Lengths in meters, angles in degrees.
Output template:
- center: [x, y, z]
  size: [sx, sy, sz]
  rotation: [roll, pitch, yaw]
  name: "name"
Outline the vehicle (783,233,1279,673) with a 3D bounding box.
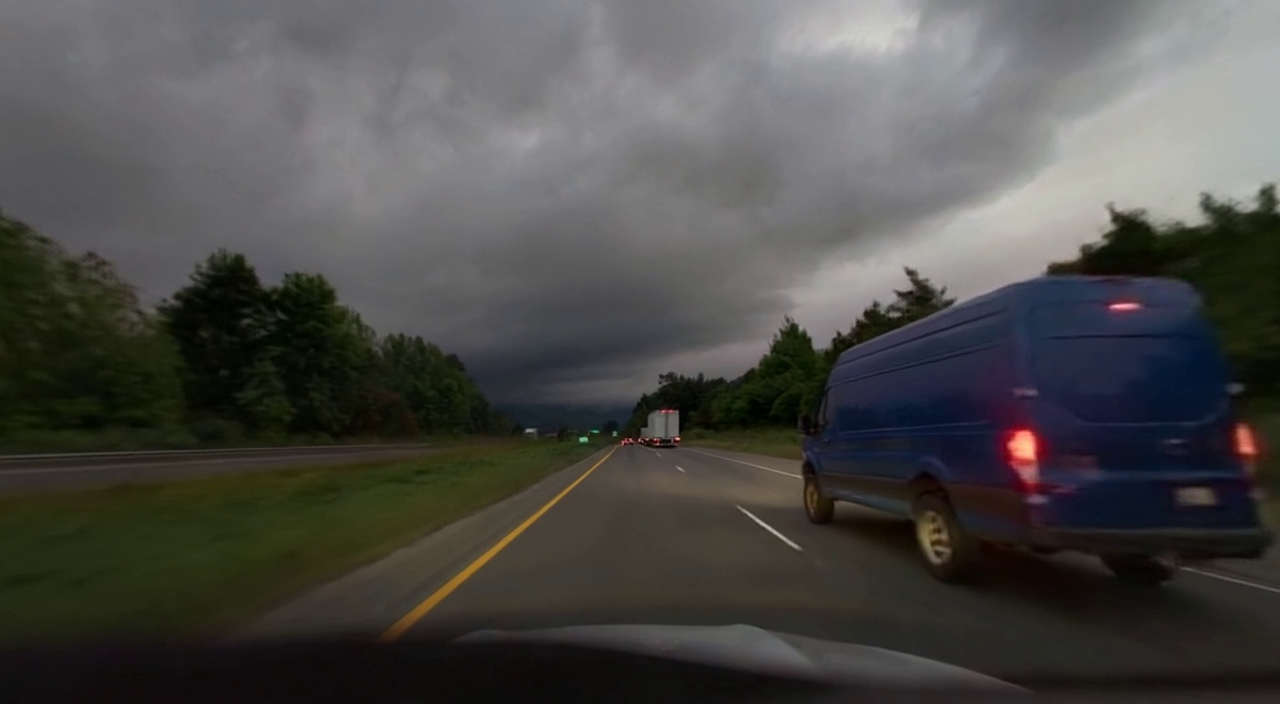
- center: [3.614, 0.951, 6.799]
  size: [2.570, 2.596, 6.082]
  rotation: [0, -8, -1]
  name: "vehicle"
